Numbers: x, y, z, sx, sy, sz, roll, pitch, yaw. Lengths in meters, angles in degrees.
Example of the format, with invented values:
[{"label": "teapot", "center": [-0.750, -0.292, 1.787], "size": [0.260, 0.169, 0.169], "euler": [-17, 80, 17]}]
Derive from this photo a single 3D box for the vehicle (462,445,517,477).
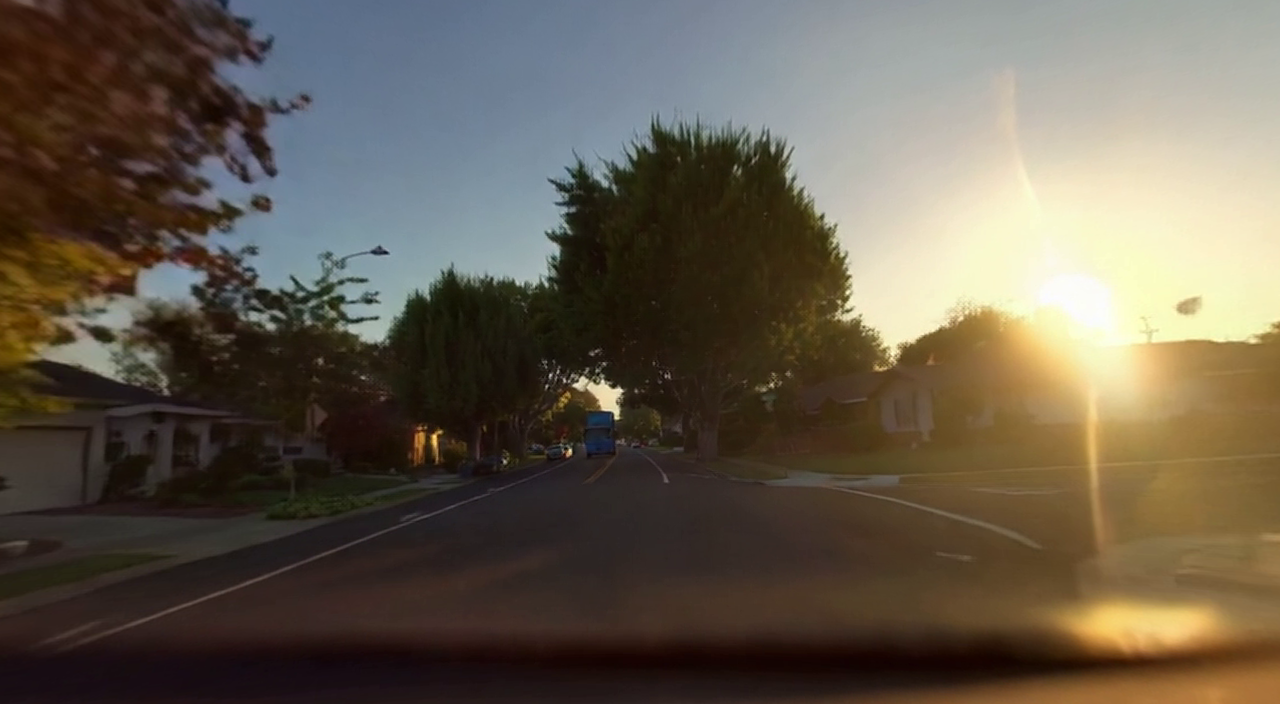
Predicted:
[{"label": "vehicle", "center": [-8.853, 6.447, 37.599], "size": [2.119, 1.775, 4.643], "euler": [0, -9, 1]}]
